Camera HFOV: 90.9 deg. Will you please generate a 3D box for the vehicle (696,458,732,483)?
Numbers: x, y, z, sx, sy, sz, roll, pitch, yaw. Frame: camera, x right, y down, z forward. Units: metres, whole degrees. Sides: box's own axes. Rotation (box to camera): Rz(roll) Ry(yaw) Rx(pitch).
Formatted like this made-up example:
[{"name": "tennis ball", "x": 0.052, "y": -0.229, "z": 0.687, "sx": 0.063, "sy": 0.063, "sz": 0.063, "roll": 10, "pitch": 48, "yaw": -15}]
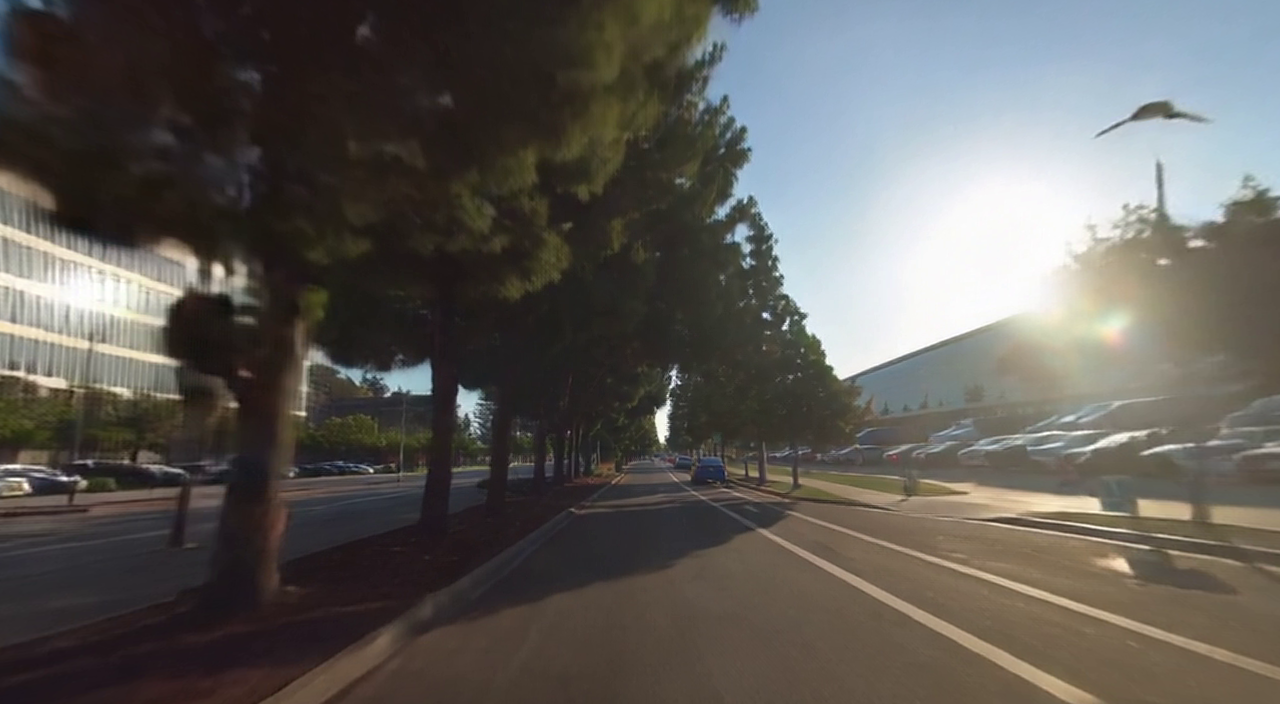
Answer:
[{"name": "vehicle", "x": 4.959, "y": 7.982, "z": 42.819, "sx": 1.909, "sy": 1.503, "sz": 4.368, "roll": 0, "pitch": -8, "yaw": 0}]
